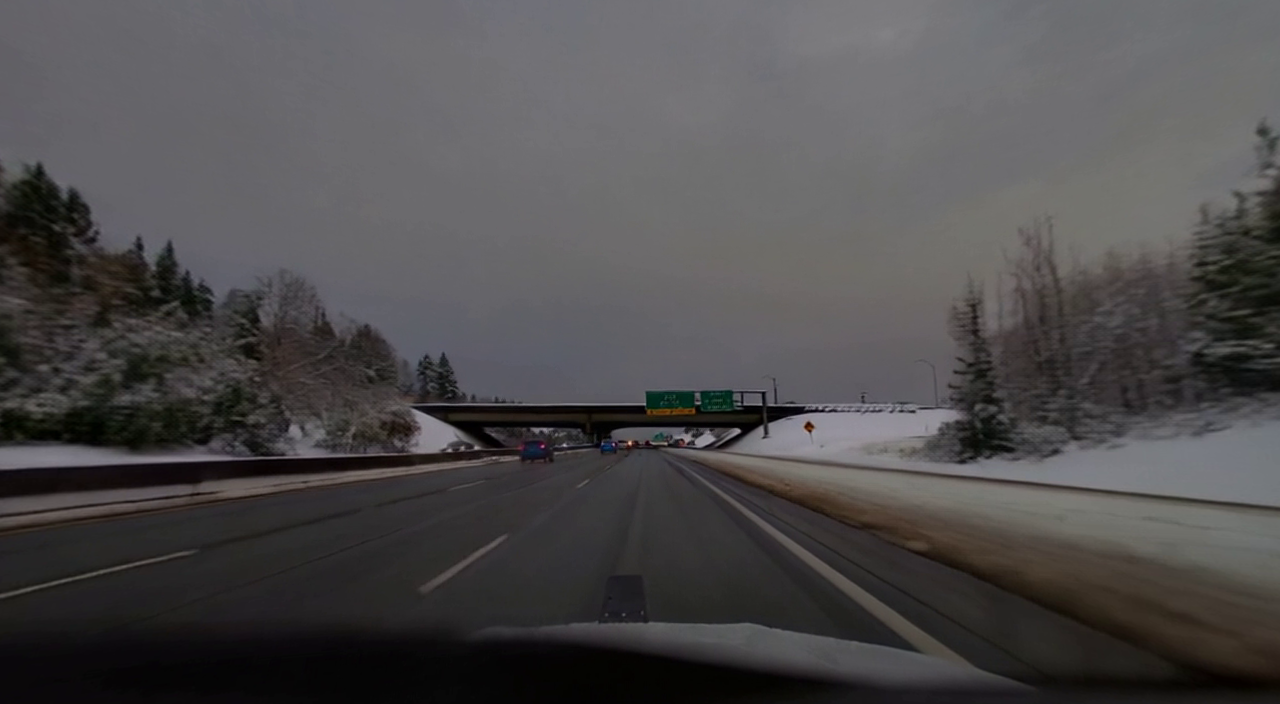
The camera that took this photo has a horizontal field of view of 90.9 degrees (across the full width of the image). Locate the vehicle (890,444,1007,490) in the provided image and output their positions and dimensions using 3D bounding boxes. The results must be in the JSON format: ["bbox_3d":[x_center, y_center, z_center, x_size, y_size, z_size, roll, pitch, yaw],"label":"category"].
[{"bbox_3d":[11.256,4.189,23.389,2.000,1.515,4.188,0,-8,-3],"label":"vehicle"}]

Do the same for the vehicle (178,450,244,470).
[{"bbox_3d":[-33.514,8.416,49.411,1.788,1.453,4.605,0,-8,3],"label":"vehicle"}]

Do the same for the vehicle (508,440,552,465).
[{"bbox_3d":[-6.997,6.443,40.512,1.987,1.486,4.174,0,-8,2],"label":"vehicle"}]

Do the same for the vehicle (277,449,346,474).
[{"bbox_3d":[-20.754,6.905,40.041,1.943,1.467,4.274,0,-8,2],"label":"vehicle"}]
